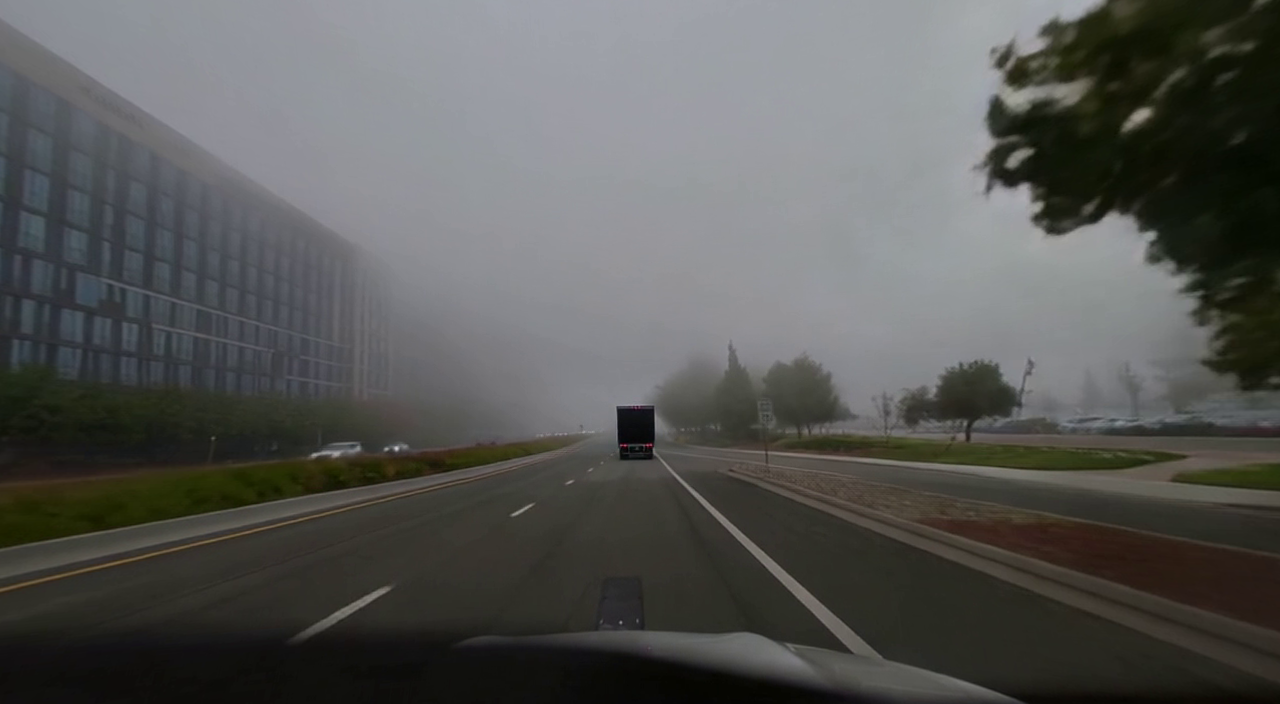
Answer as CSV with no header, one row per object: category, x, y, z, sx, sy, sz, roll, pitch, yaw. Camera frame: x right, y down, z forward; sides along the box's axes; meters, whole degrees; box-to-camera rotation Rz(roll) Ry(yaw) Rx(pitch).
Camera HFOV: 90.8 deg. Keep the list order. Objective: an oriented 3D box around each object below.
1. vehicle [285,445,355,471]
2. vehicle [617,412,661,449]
vehicle,-20.098,6.689,39.939,1.935,1.525,4.614,0,-9,0
vehicle,-0.129,4.307,34.093,2.178,1.829,4.932,0,-9,-2
